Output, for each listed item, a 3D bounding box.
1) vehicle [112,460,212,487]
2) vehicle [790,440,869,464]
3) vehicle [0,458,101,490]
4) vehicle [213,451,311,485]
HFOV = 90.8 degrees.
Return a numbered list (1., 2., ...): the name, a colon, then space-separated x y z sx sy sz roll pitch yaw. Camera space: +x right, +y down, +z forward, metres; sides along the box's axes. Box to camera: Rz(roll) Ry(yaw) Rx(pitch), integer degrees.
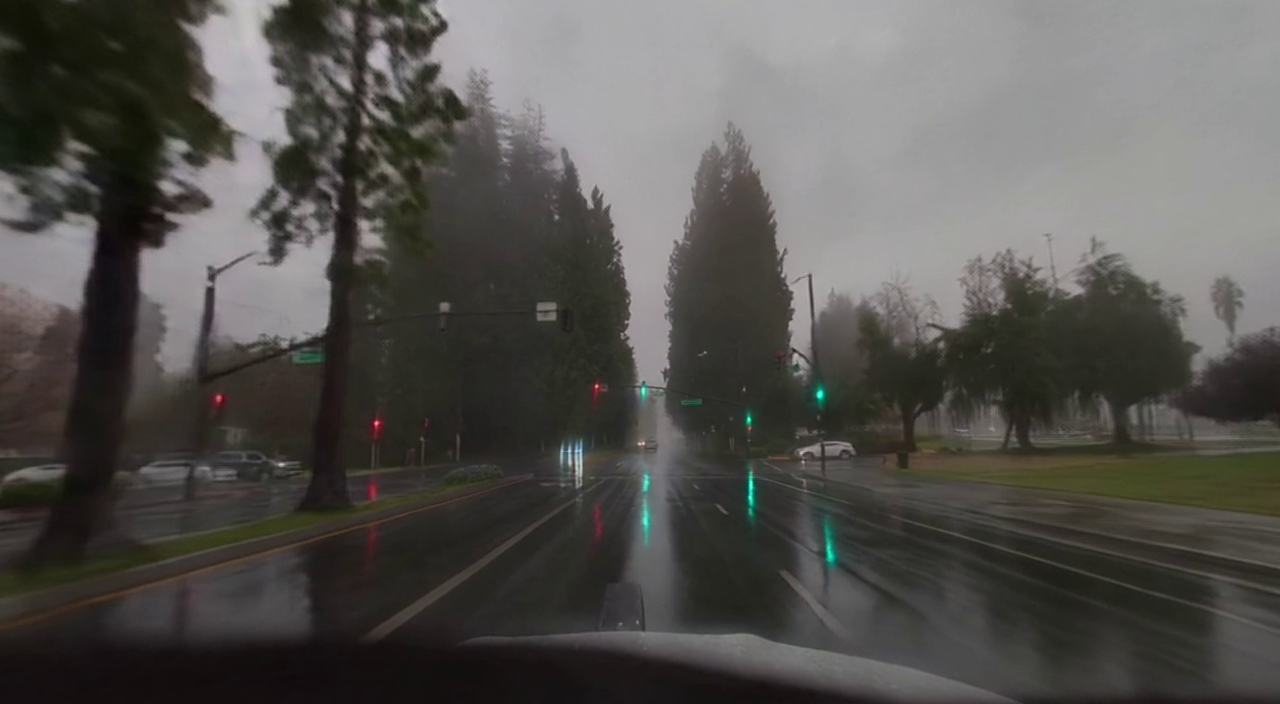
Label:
1. vehicle: -28.224 7.175 37.392 4.505 1.460 1.929 -1 -9 6
2. vehicle: 12.612 6.696 42.181 4.611 1.505 2.029 0 -9 0
3. vehicle: -35.056 7.181 37.437 4.516 1.756 2.201 -2 -9 9
4. vehicle: -21.873 6.713 36.667 4.445 1.805 1.944 -2 -8 3
